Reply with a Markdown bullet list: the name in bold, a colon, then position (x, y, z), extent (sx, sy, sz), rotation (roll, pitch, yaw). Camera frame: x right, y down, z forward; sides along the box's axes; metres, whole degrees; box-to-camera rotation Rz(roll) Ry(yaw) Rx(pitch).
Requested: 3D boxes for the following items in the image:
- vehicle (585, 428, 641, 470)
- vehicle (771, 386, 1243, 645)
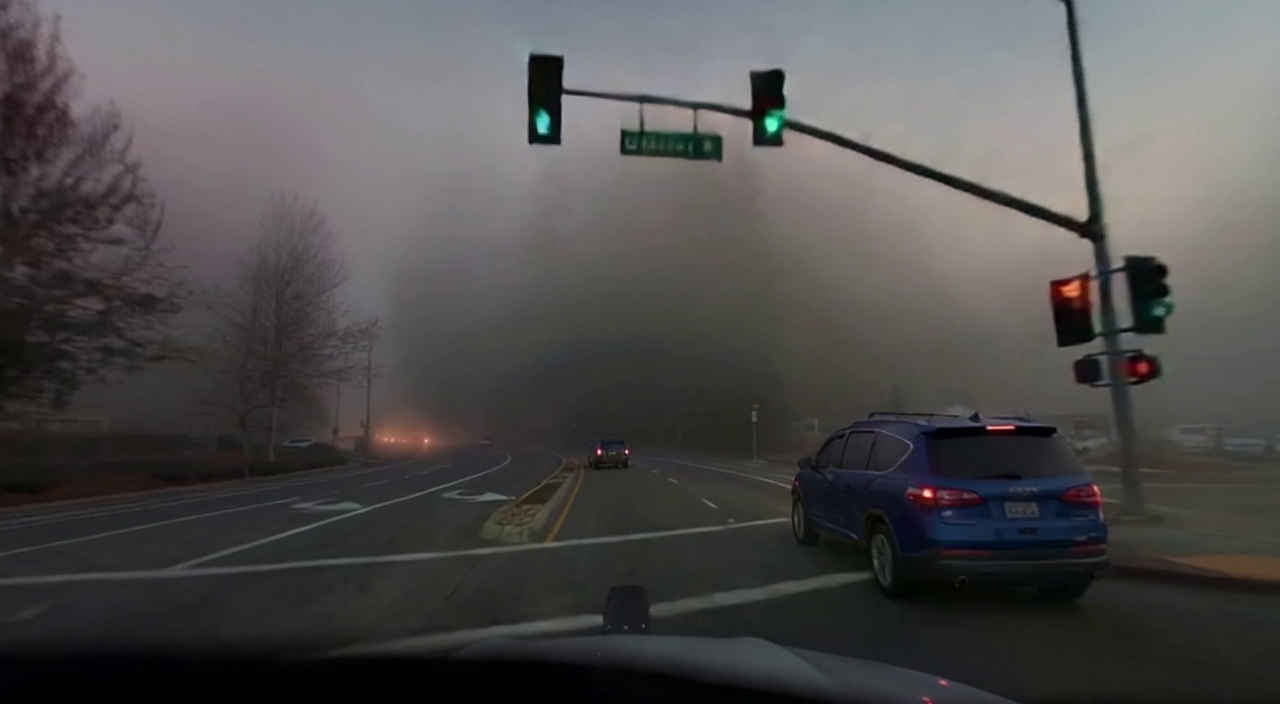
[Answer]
- **vehicle**: position (-1.393, 4.687, 30.675), extent (2.185, 1.822, 4.583), rotation (2, -8, -9)
- **vehicle**: position (2.898, 1.393, 6.500), extent (2.024, 1.686, 4.588), rotation (1, -8, -1)
